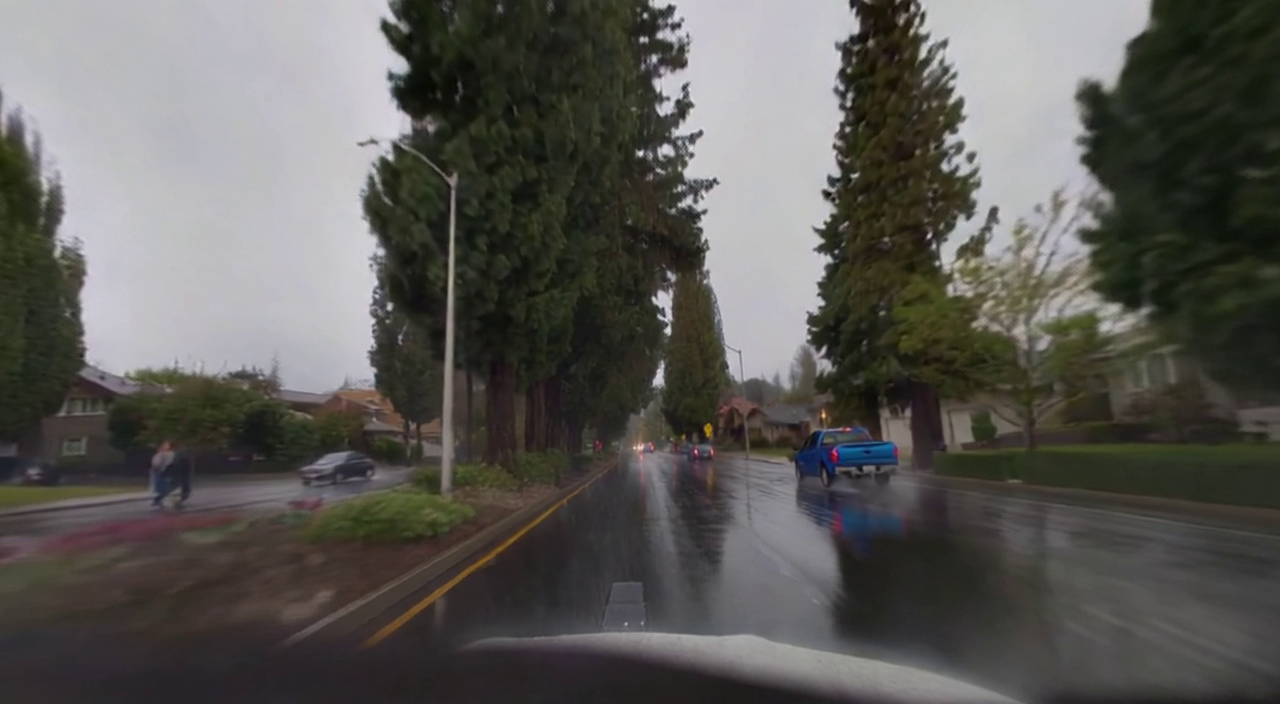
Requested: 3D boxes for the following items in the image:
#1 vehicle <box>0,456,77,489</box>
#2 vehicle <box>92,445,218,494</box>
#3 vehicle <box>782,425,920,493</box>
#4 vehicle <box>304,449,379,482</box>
[{"bbox_3d":[-38.040,7.452,39.117,4.138,1.865,1.998,0,-8,-1],"label":"vehicle"},{"bbox_3d":[-23.134,5.521,30.068,5.541,2.074,2.416,-4,-9,26],"label":"vehicle"},{"bbox_3d":[6.210,3.251,19.504,2.262,1.769,5.666,0,-8,-1],"label":"vehicle"},{"bbox_3d":[-14.213,5.416,30.306,1.803,1.438,4.538,1,-9,-6],"label":"vehicle"}]
